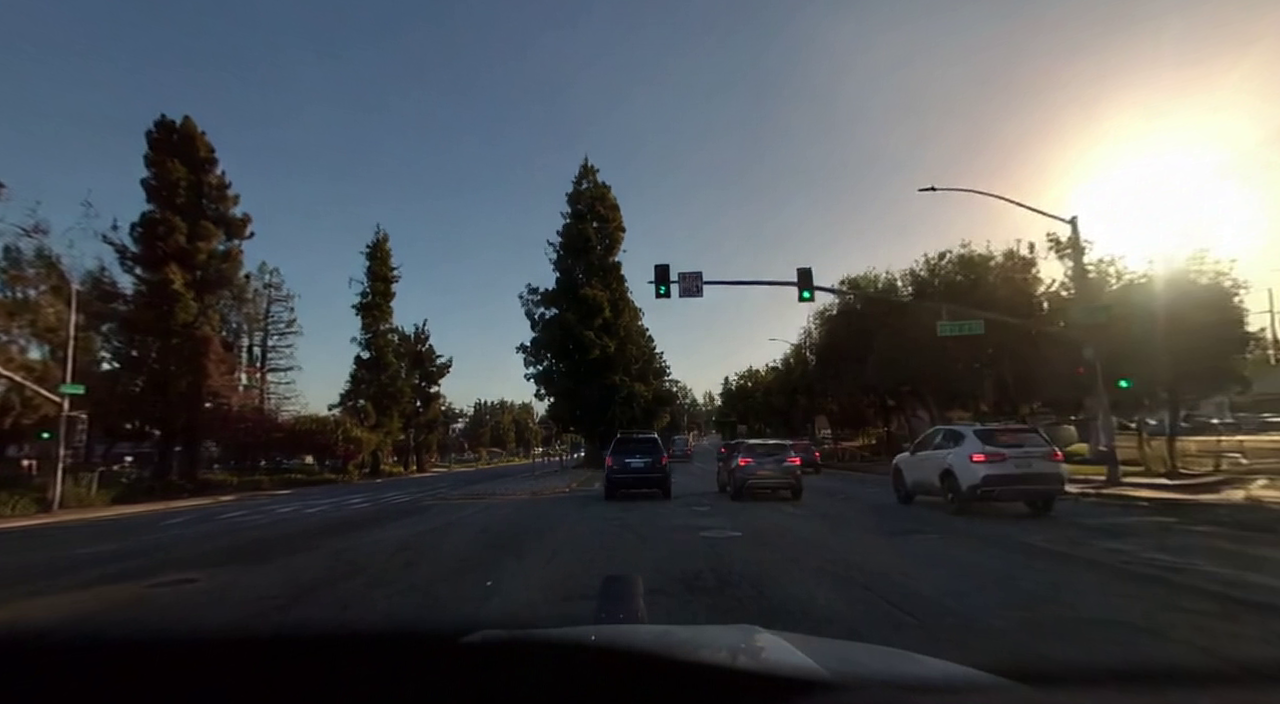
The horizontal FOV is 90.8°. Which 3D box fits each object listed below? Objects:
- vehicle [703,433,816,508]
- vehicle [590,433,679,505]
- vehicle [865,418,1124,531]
[{"bbox_3d":[3.155,3.271,17.955,2.057,1.788,5.216,0,-9,-2],"label":"vehicle"},{"bbox_3d":[-0.193,3.415,18.850,2.353,1.894,4.122,0,-9,-1],"label":"vehicle"},{"bbox_3d":[6.947,2.470,13.383,2.251,1.873,5.346,0,-9,-2],"label":"vehicle"}]
